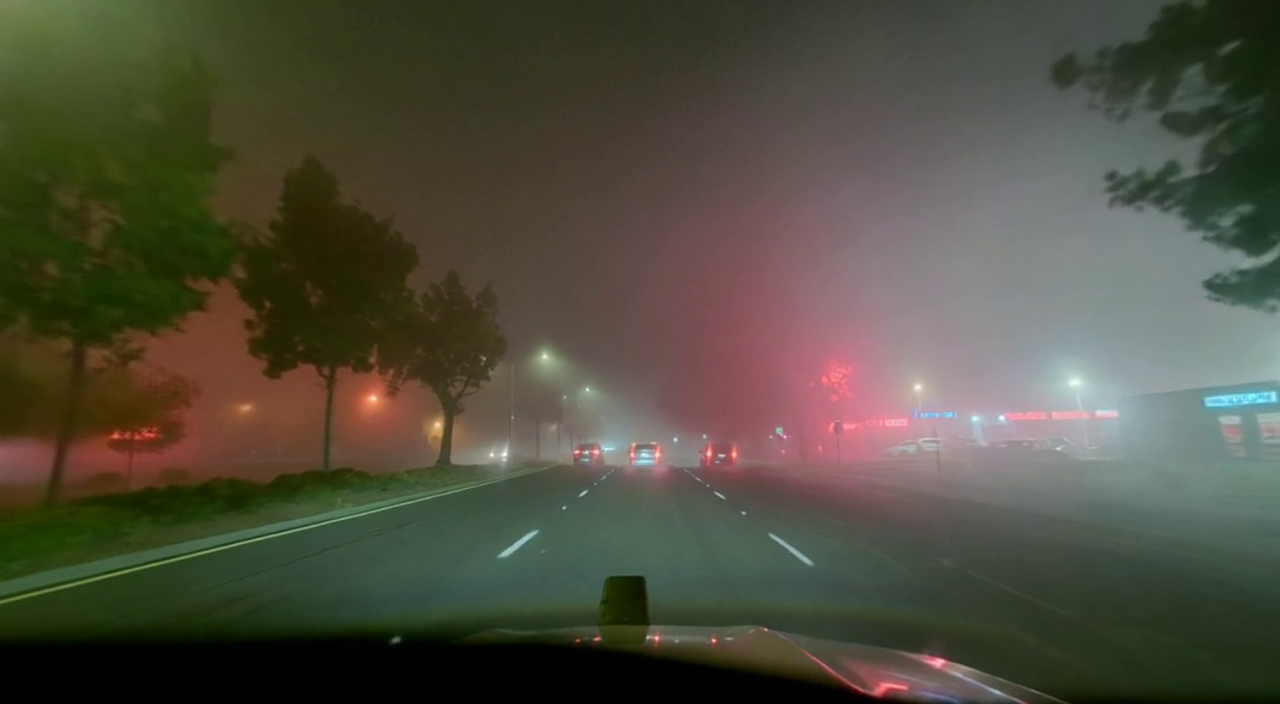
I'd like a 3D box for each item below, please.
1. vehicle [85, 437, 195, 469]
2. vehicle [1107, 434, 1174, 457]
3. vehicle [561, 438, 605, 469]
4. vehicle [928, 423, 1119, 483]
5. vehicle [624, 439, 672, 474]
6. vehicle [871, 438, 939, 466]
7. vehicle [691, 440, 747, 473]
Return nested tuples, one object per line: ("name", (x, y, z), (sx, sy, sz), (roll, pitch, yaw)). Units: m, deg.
("vehicle", (-35.174, 7.083, 44.657), (2.578, 1.973, 6.455), (1, -8, -1))
("vehicle", (35.037, 6.550, 44.239), (1.773, 1.500, 3.930), (-1, -9, 6))
("vehicle", (-3.065, 5.561, 34.751), (1.995, 1.607, 4.086), (0, -8, 1))
("vehicle", (13.257, 3.525, 22.108), (5.144, 1.834, 2.188), (-2, -9, 2))
("vehicle", (0.330, 4.810, 29.281), (2.059, 1.477, 4.216), (0, -8, 0))
("vehicle", (15.307, 5.802, 36.719), (2.099, 1.526, 4.555), (-1, -8, 2))
("vehicle", (3.701, 4.984, 30.245), (2.012, 1.462, 4.400), (0, -8, -1))
